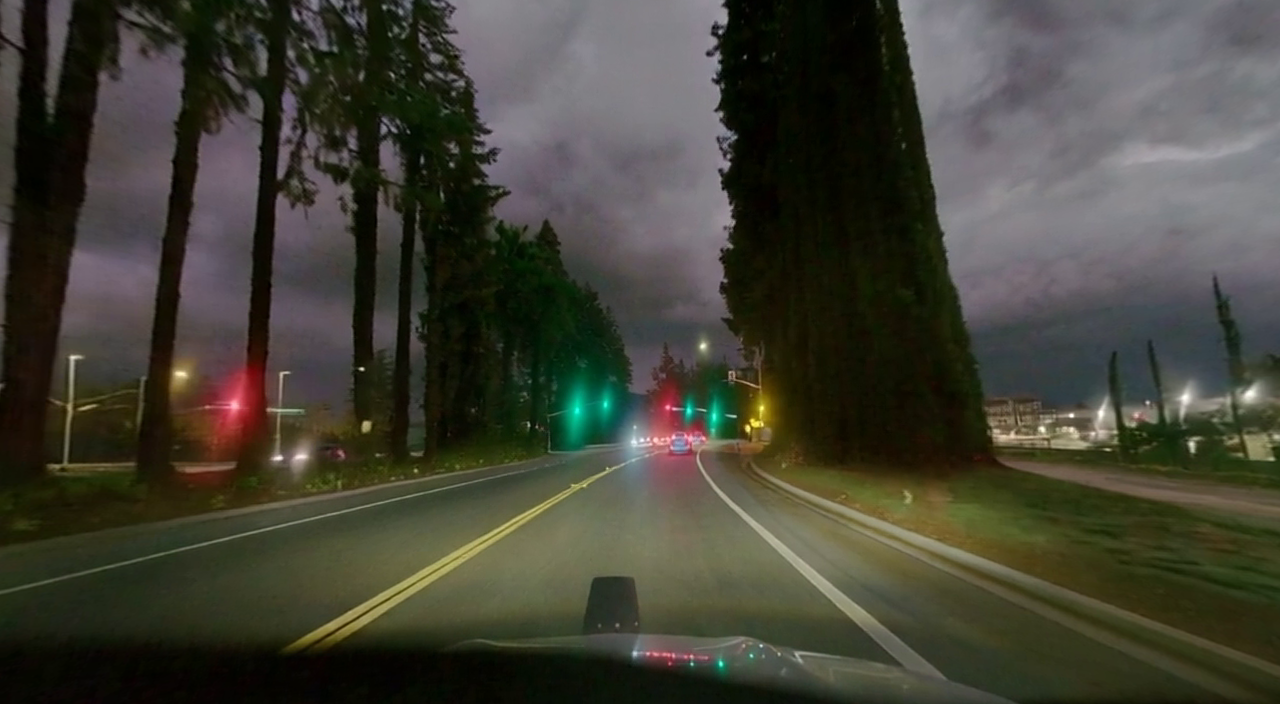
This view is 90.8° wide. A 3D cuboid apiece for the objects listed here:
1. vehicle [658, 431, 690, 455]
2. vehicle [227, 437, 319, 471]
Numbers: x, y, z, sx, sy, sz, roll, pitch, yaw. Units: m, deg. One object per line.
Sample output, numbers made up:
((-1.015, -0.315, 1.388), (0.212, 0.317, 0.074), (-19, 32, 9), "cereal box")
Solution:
((2.629, 6.933, 48.155), (2.210, 1.737, 4.013), (-1, -9, 6), "vehicle")
((-19.609, 5.464, 34.033), (1.941, 1.666, 4.510), (-1, -9, 6), "vehicle")
